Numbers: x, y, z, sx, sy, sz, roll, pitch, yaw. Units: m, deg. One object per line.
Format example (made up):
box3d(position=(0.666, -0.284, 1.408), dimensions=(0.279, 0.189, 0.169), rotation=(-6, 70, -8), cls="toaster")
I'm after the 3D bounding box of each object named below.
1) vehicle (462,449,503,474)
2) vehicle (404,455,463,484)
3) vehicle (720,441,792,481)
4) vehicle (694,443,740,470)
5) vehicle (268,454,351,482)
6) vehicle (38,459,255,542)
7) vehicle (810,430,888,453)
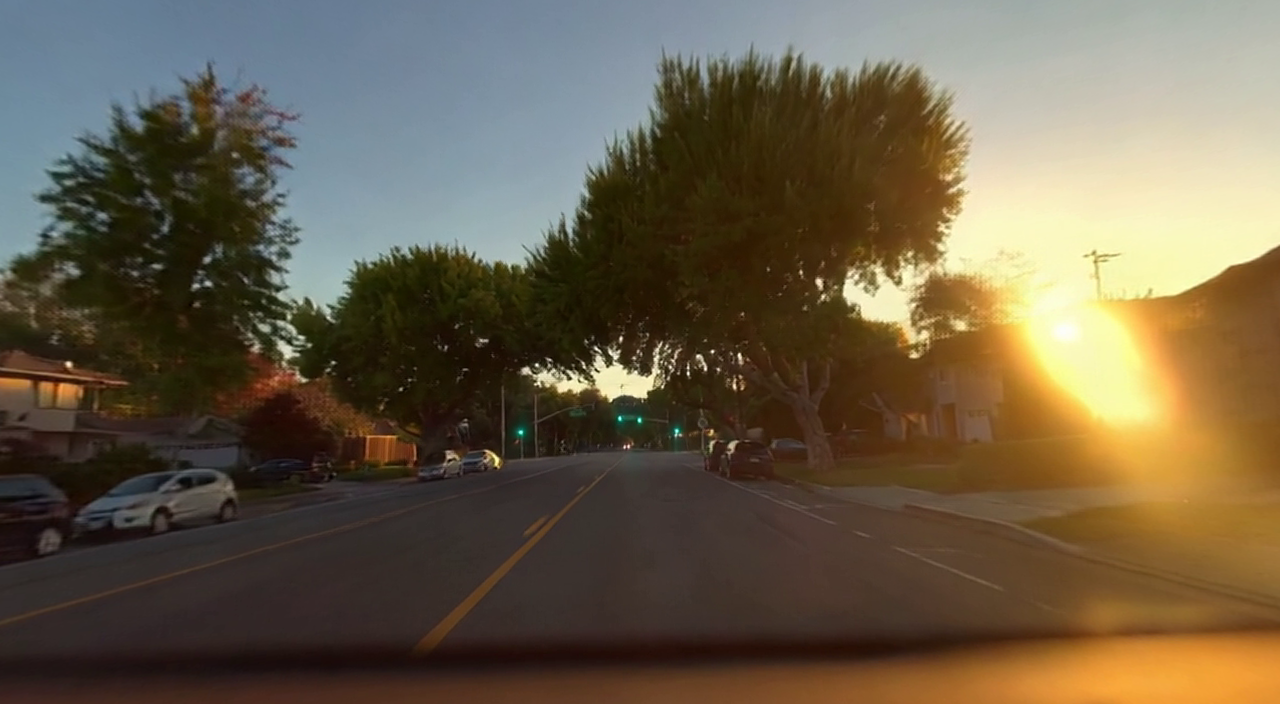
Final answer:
box3d(position=(-11.688, 8.097, 47.115), dimensions=(1.977, 1.753, 4.278), rotation=(0, -9, 0), cls="vehicle")
box3d(position=(-11.608, 6.586, 35.782), dimensions=(1.867, 1.471, 4.139), rotation=(0, -9, 1), cls="vehicle")
box3d(position=(4.566, 4.344, 25.495), dimensions=(2.010, 1.461, 4.247), rotation=(0, -9, -2), cls="vehicle")
box3d(position=(4.300, 5.919, 35.910), dimensions=(2.063, 1.444, 4.217), rotation=(0, -9, -1), cls="vehicle")
box3d(position=(-20.025, 7.024, 38.387), dimensions=(3.932, 1.641, 1.819), rotation=(0, -8, -1), cls="vehicle")
box3d(position=(-11.638, 3.468, 15.377), dimensions=(2.008, 1.643, 4.130), rotation=(0, -8, -2), cls="vehicle")
box3d(position=(14.255, 6.143, 43.296), dimensions=(4.660, 1.546, 1.916), rotation=(0, -8, 0), cls="vehicle")
